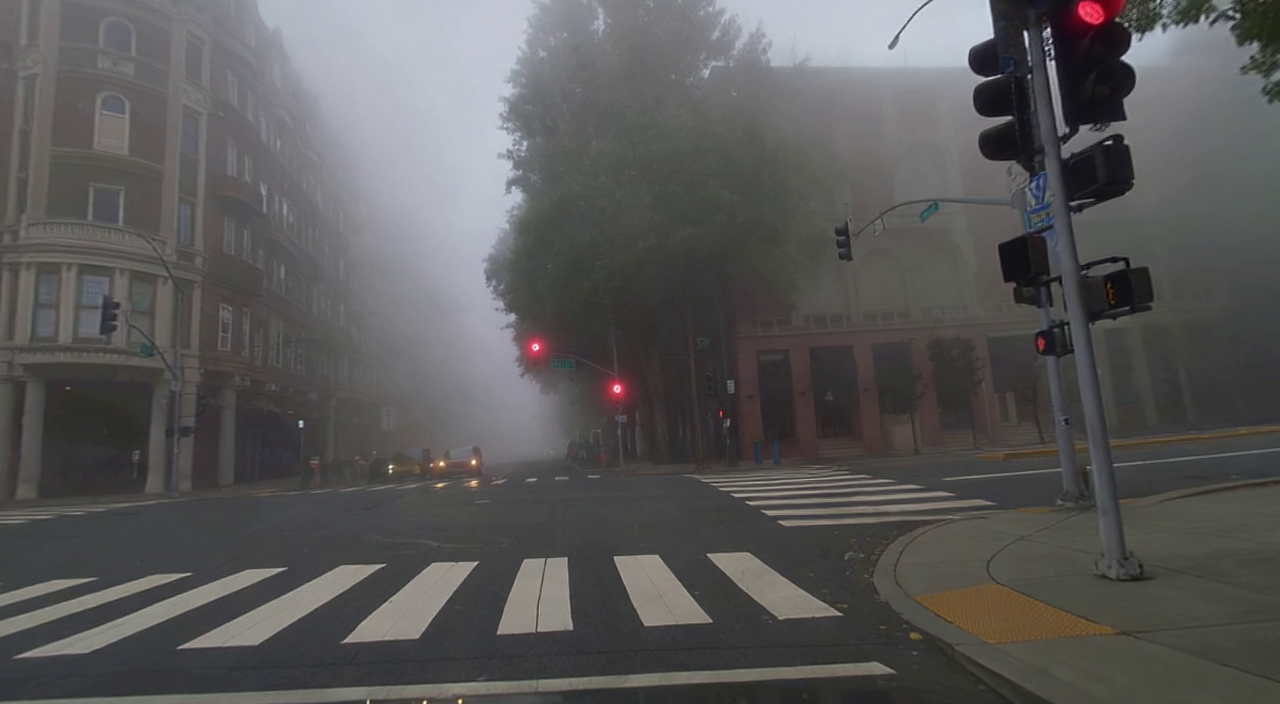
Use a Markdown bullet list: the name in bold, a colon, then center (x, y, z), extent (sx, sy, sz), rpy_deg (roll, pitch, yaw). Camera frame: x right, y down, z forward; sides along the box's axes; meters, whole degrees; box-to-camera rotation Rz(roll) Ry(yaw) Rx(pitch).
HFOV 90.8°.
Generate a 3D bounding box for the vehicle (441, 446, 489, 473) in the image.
- **vehicle**: center (-10.459, 6.467, 38.147), extent (2.196, 1.503, 4.371), rpy_deg (1, -8, -8)
